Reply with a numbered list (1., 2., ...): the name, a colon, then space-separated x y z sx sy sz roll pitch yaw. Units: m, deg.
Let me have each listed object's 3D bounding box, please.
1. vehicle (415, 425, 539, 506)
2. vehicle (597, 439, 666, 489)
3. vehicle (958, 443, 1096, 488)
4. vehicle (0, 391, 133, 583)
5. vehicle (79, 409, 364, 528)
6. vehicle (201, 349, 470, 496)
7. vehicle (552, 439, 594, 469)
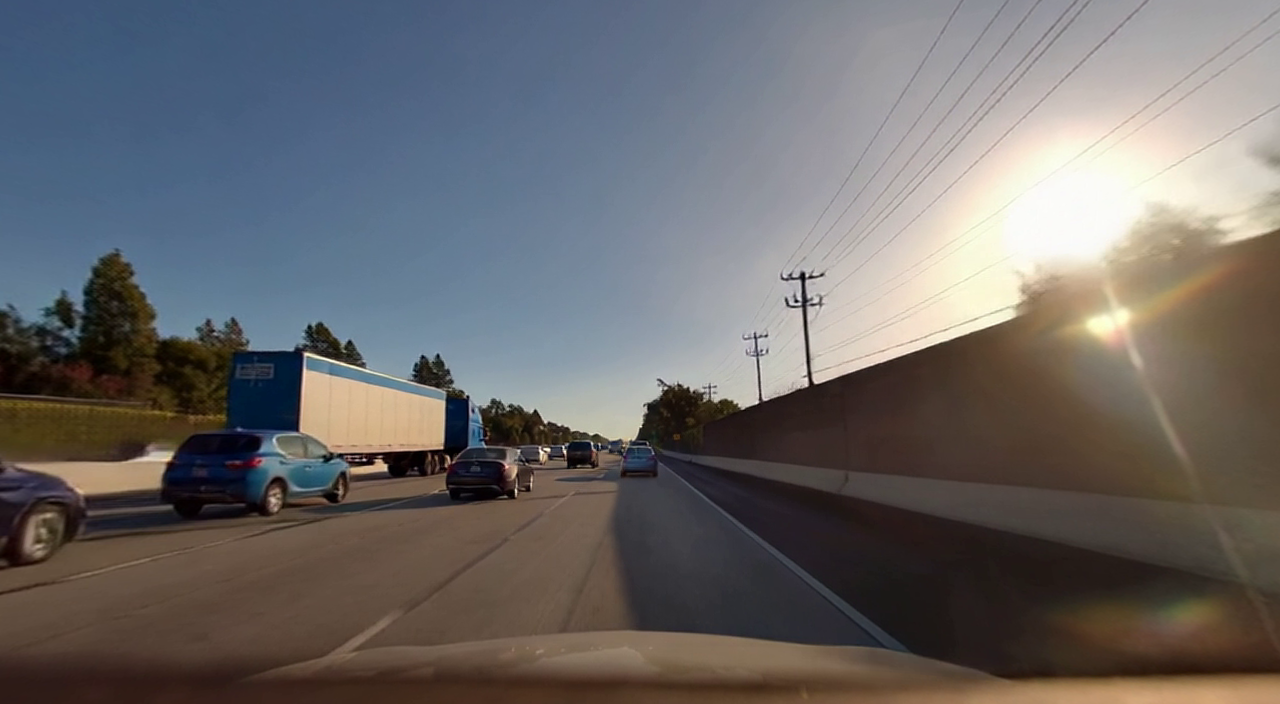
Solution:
1. vehicle: -3.819 2.750 15.664 1.923 1.716 4.289 0 -9 0
2. vehicle: -0.274 3.679 21.033 2.089 1.477 3.818 0 -9 -1
3. vehicle: 14.088 4.126 23.424 2.027 1.478 4.849 0 -9 -1
4. vehicle: -6.939 1.137 5.082 2.027 1.762 4.386 0 -9 0
5. vehicle: -7.585 2.185 12.349 2.054 1.825 5.072 0 -9 0
6. vehicle: -10.631 3.152 25.788 2.892 4.073 16.528 0 -9 0
7. vehicle: -4.024 6.201 38.623 1.976 1.705 4.176 0 -9 1
